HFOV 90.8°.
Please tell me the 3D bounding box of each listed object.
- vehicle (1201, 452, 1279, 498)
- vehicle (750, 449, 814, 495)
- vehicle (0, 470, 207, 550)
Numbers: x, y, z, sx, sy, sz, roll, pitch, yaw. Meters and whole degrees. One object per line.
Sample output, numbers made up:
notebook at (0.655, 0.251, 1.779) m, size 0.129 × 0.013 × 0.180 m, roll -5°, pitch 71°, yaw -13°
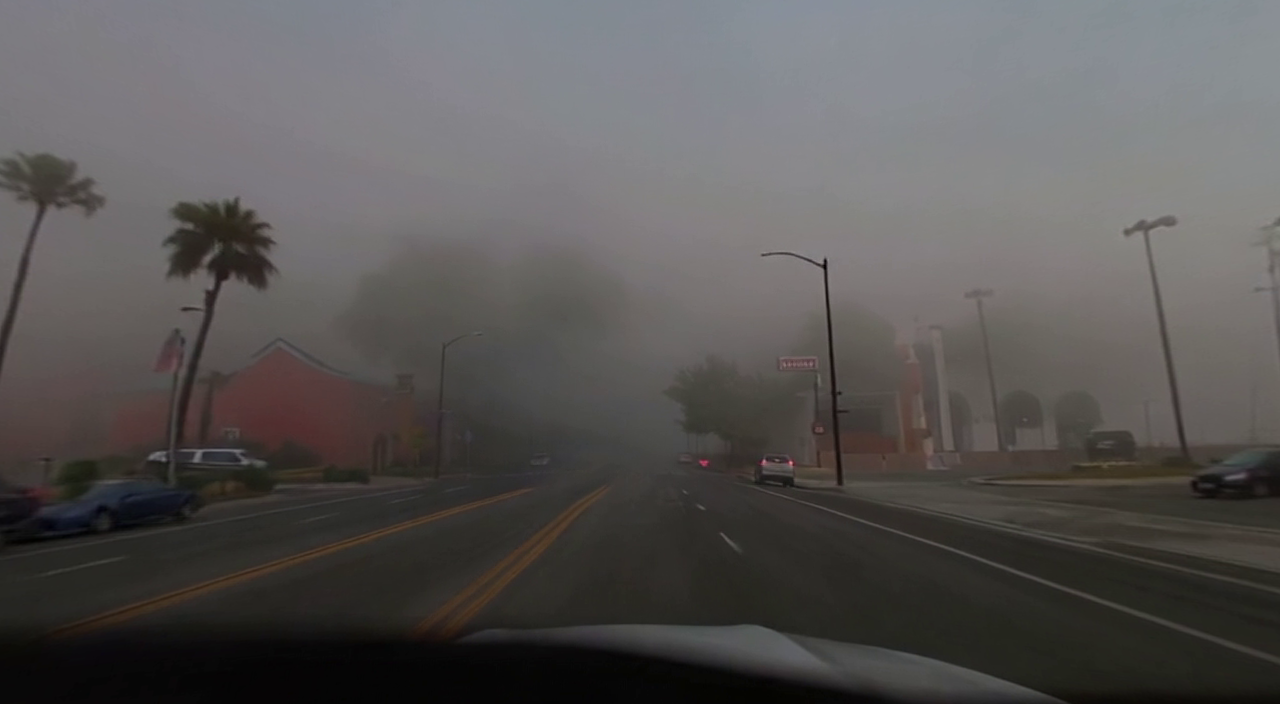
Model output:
vehicle at (23.830, 4.583, 23.542) m, size 1.827 × 1.492 × 4.154 m, roll -1°, pitch -16°, yaw -1°
vehicle at (5.190, 4.392, 23.545) m, size 2.067 × 1.477 × 4.653 m, roll -2°, pitch -9°, yaw 10°
vehicle at (-12.802, 3.664, 15.202) m, size 1.791 × 1.446 × 4.368 m, roll 0°, pitch -8°, yaw -2°
